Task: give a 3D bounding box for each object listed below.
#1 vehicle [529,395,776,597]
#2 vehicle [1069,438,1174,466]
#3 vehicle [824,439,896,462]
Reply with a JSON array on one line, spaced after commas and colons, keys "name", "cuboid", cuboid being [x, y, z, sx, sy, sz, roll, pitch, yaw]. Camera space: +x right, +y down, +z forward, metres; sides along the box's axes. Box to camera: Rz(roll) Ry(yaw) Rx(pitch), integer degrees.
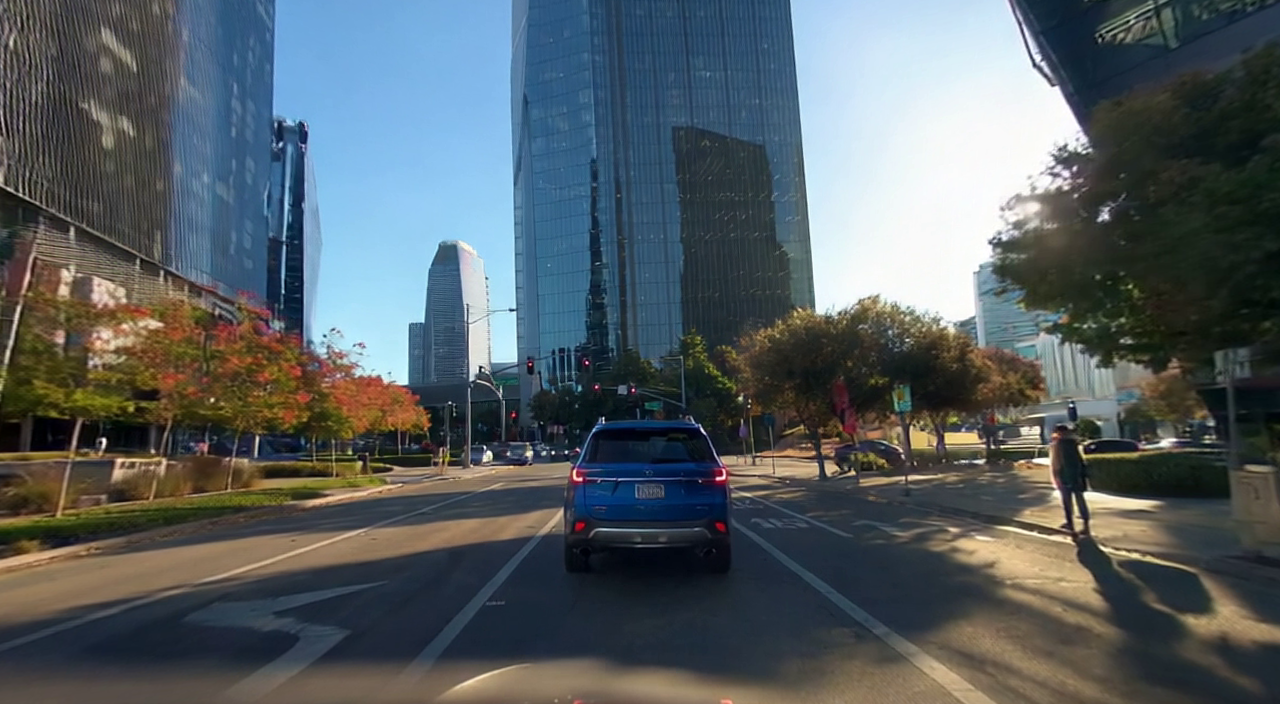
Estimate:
[{"name": "vehicle", "cuboid": [0.010, 1.573, 7.701, 2.183, 1.765, 4.059, 0, -9, -3]}, {"name": "vehicle", "cuboid": [28.993, 6.030, 38.162, 4.571, 1.558, 2.171, 0, -9, -2]}, {"name": "vehicle", "cuboid": [15.661, 7.014, 45.105, 4.422, 1.563, 1.751, 0, -8, -1]}]
